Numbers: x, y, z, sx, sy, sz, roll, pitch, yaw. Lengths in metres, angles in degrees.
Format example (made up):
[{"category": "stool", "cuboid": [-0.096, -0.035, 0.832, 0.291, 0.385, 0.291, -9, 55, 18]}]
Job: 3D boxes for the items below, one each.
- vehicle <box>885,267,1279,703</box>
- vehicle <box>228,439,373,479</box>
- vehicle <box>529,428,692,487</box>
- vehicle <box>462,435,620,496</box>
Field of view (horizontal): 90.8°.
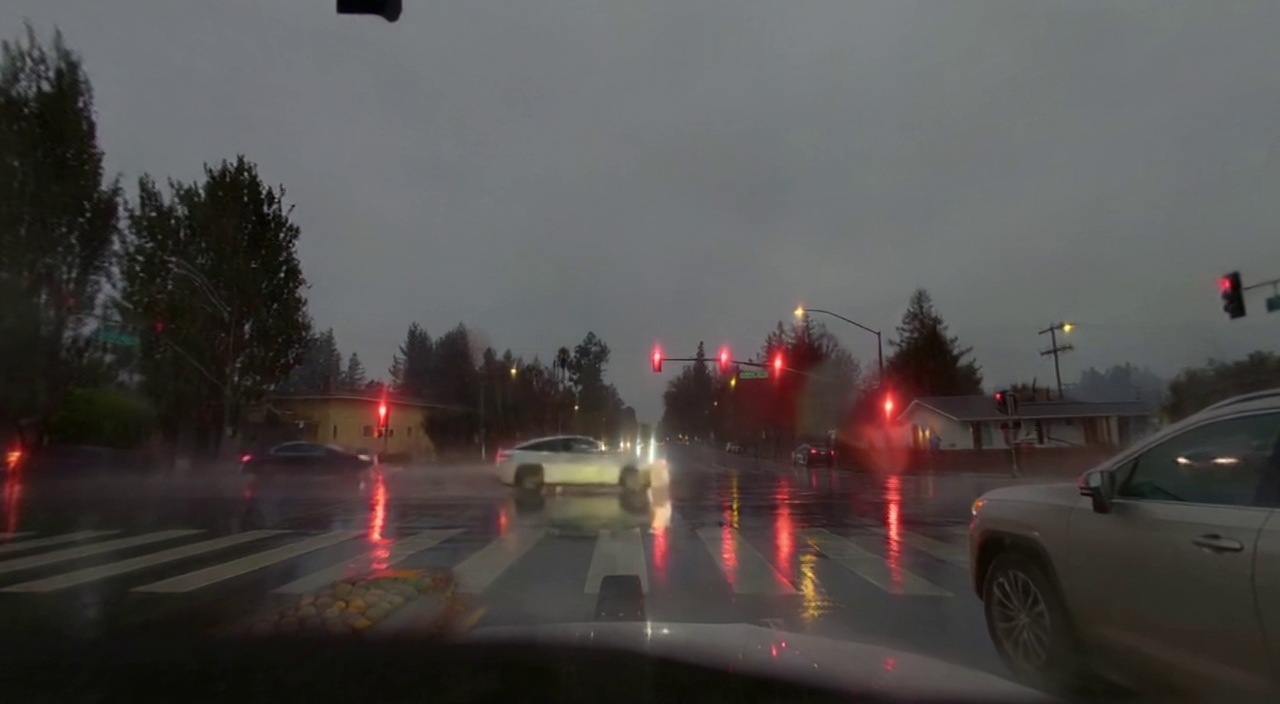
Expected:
[{"category": "vehicle", "cuboid": [2.690, 0.709, 1.734, 2.085, 1.800, 4.908, 0, -9, 1]}, {"category": "vehicle", "cuboid": [-13.324, 4.225, 25.156, 4.689, 1.490, 1.920, 2, -9, -16]}, {"category": "vehicle", "cuboid": [-0.880, 3.326, 20.024, 4.860, 1.748, 2.160, 0, -9, 0]}, {"category": "vehicle", "cuboid": [-2.502, 2.987, 16.801, 3.894, 1.487, 1.863, 0, -8, -1]}]
